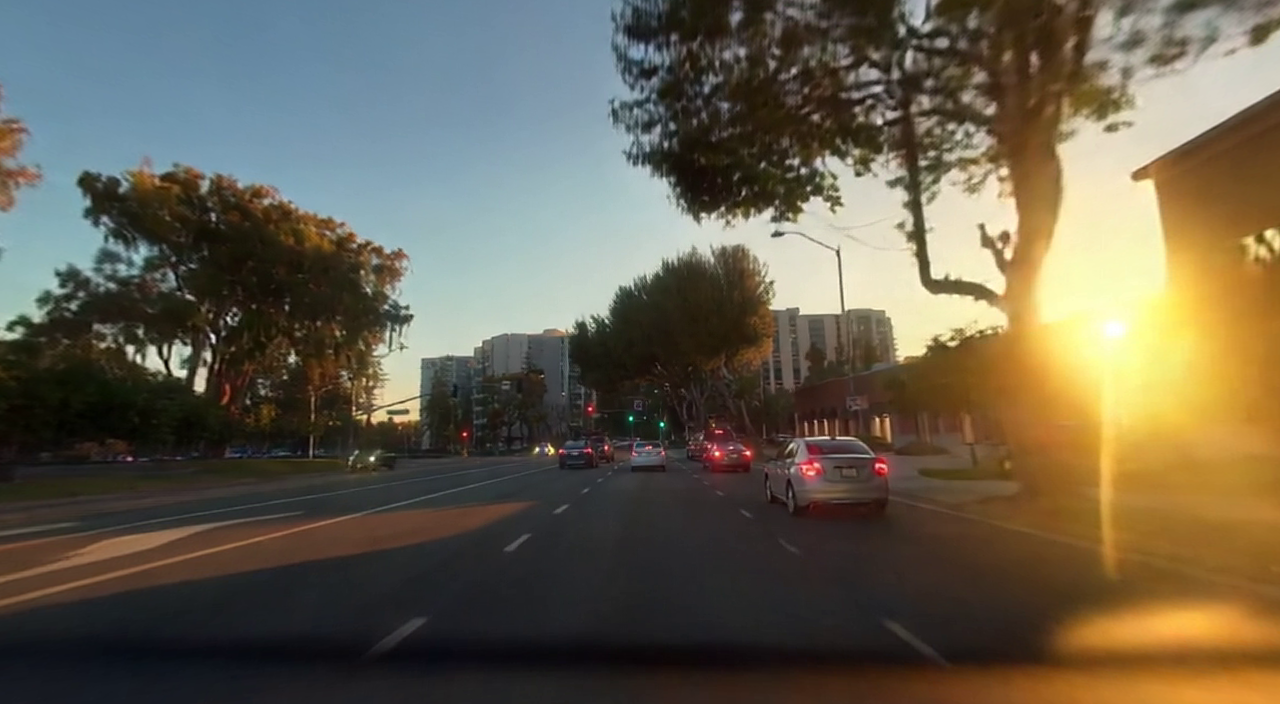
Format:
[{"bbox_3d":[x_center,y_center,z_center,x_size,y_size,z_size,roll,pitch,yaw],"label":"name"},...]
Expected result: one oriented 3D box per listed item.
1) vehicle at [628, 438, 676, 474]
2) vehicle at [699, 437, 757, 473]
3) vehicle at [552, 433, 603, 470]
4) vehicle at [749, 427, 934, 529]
[{"bbox_3d":[0.509,4.534,27.648,1.971,1.433,3.923,0,-8,1],"label":"vehicle"},{"bbox_3d":[3.851,4.584,28.181,1.913,1.463,4.198,0,-8,-1],"label":"vehicle"},{"bbox_3d":[-3.050,4.980,31.667,2.023,1.720,4.452,0,-8,2],"label":"vehicle"},{"bbox_3d":[3.363,2.190,11.558,1.948,1.474,4.360,0,-8,0],"label":"vehicle"}]
